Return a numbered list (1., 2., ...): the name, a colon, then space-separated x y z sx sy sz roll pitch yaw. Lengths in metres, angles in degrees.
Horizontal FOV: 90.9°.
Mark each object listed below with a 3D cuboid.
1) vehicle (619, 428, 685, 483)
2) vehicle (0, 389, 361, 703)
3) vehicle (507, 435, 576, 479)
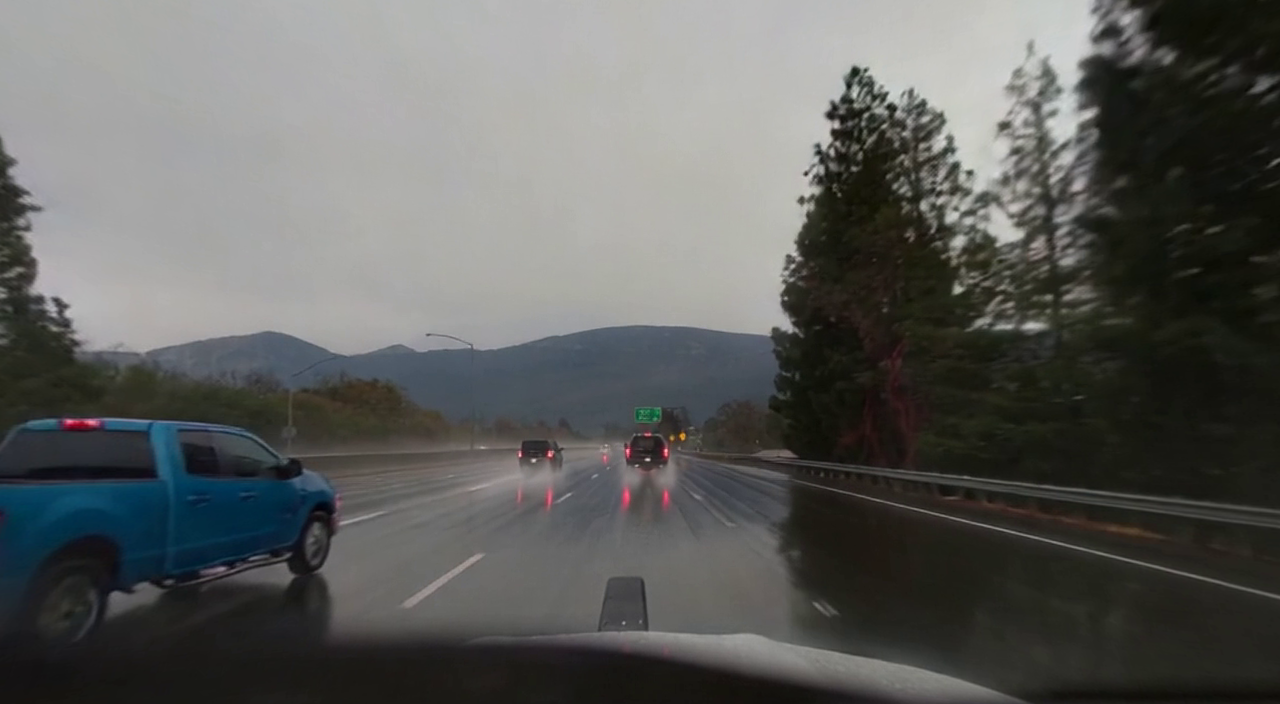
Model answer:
1. vehicle: 0.421 3.890 24.002 2.229 1.837 5.387 0 -8 0
2. vehicle: -3.972 1.235 4.627 1.959 1.604 4.065 0 -8 0
3. vehicle: -3.972 4.296 26.090 2.106 1.651 4.040 -1 -8 1
